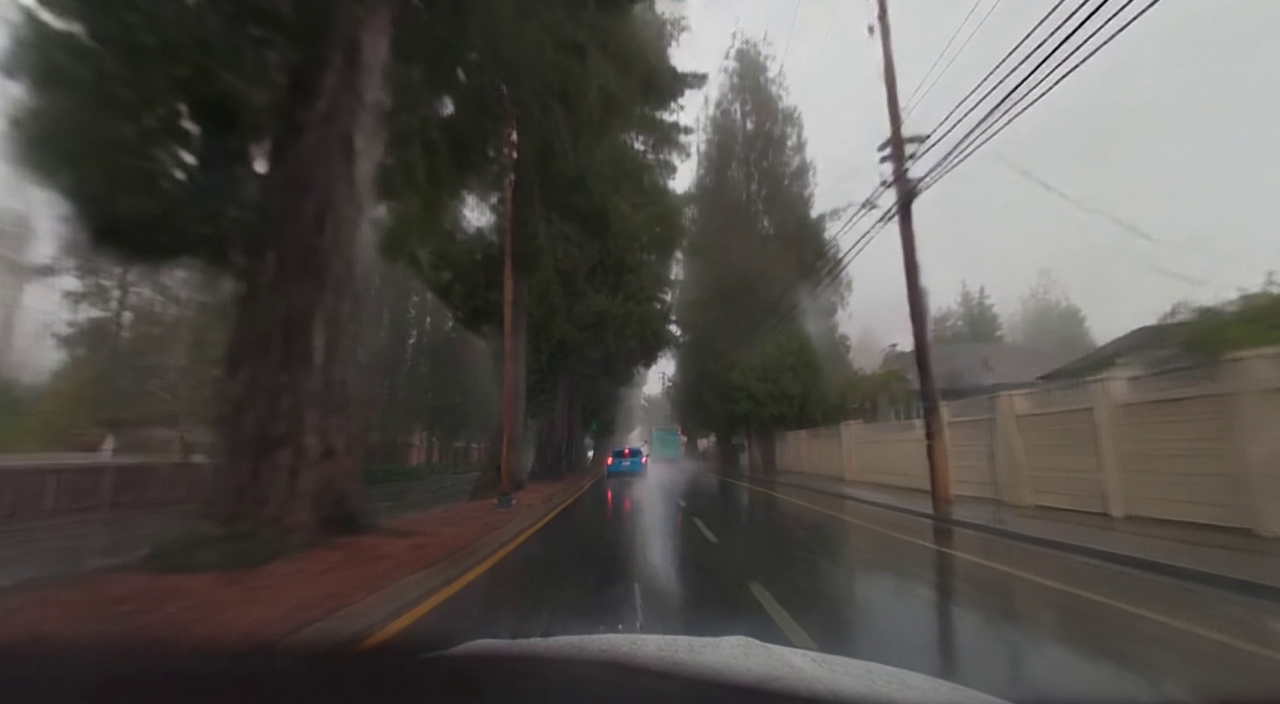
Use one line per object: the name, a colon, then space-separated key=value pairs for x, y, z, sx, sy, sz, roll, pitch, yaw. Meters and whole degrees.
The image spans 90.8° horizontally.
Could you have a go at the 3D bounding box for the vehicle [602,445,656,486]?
vehicle: x=-0.411 y=4.592 z=25.833 sx=2.018 sy=1.511 sz=3.993 roll=0 pitch=-9 yaw=0
